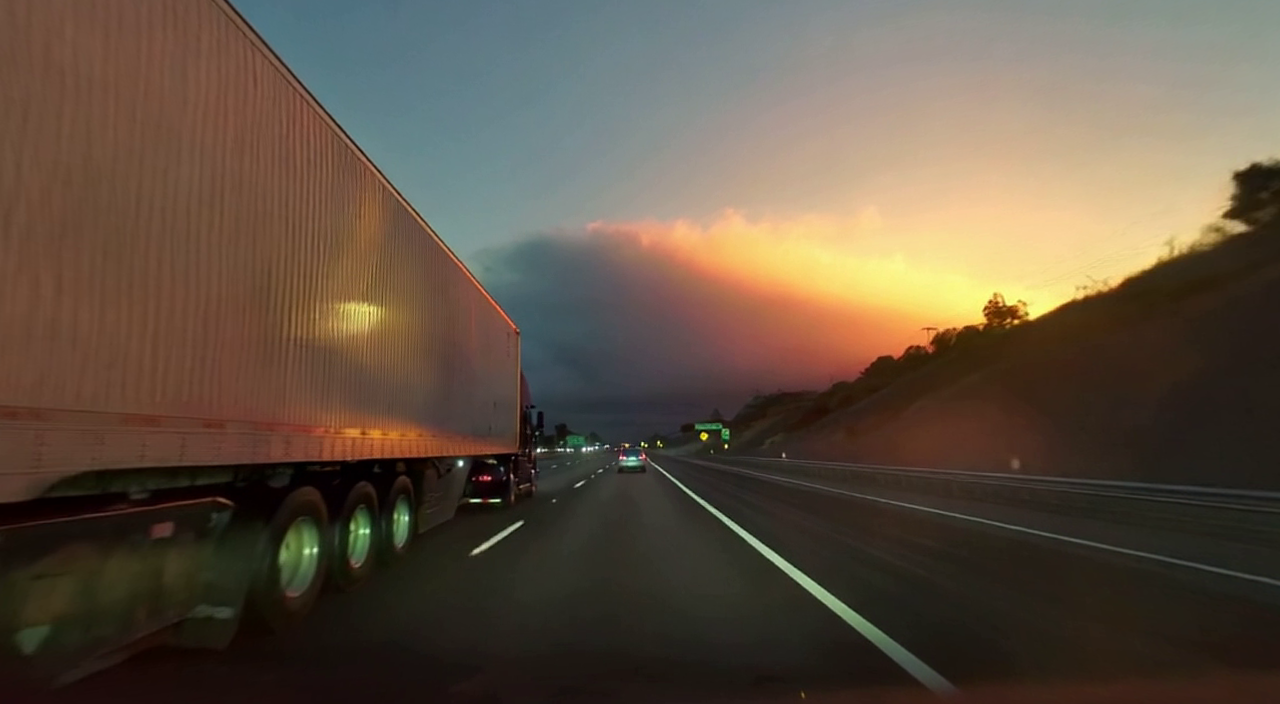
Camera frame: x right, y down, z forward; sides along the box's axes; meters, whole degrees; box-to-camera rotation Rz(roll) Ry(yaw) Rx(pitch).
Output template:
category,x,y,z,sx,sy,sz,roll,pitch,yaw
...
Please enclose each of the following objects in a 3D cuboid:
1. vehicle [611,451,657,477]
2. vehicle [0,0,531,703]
category,x,y,z,sx,sy,sz,roll,pitch,yaw
vehicle,-0.311,6.256,35.385,2.398,1.336,5.698,0,-9,0
vehicle,-3.971,0.567,7.697,2.914,4.039,14.493,0,-9,-1
